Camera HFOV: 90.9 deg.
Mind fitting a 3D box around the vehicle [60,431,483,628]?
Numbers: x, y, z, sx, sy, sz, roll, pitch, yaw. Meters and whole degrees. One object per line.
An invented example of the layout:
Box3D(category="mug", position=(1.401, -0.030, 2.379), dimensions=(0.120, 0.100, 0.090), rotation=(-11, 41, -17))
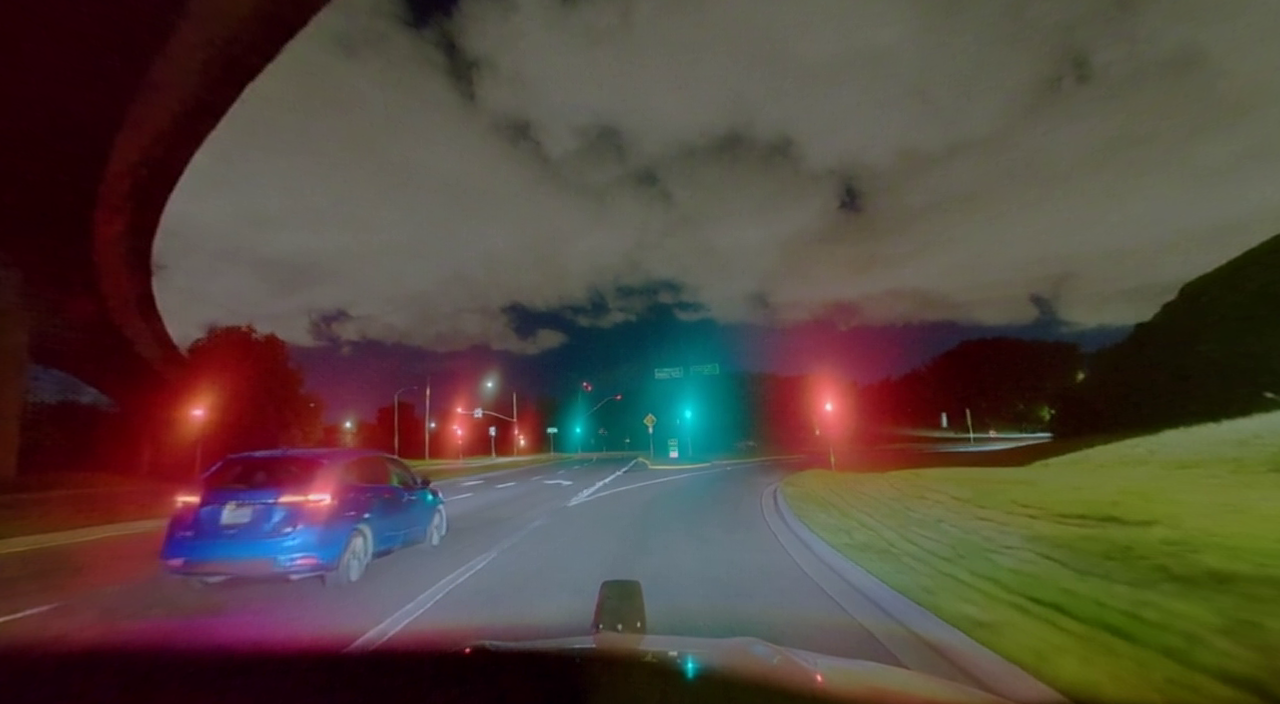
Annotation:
Box3D(category="vehicle", position=(-3.369, 1.713, 7.125), dimensions=(1.963, 1.460, 4.614), rotation=(0, -9, 0))
